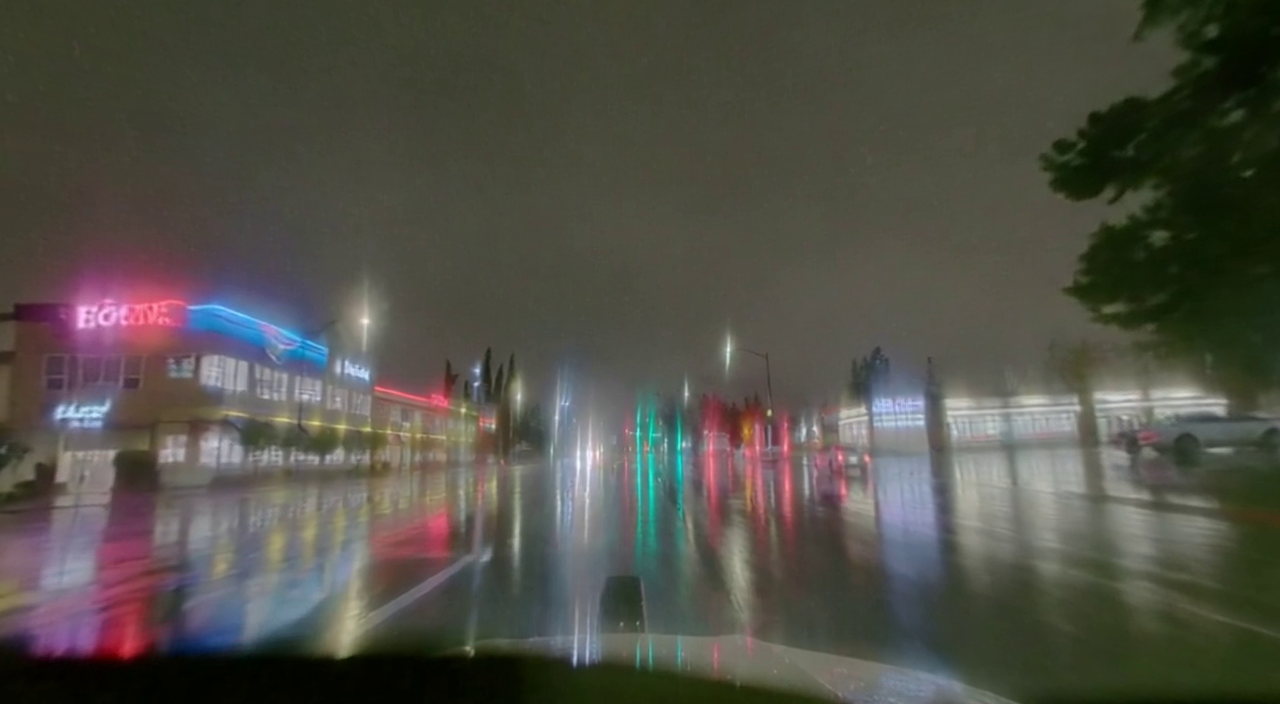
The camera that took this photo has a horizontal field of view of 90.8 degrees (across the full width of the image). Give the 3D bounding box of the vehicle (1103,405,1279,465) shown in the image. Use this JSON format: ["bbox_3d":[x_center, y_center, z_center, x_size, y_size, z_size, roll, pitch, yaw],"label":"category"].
[{"bbox_3d":[23.283,3.500,26.582,2.529,2.138,6.511,-1,-8,-1],"label":"vehicle"}]

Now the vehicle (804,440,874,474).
[{"bbox_3d":[10.265,5.449,32.953,2.085,1.630,4.403,0,-9,-1],"label":"vehicle"}]

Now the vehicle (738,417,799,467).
[{"bbox_3d":[9.920,7.138,49.763,2.897,3.584,7.857,0,-9,-2],"label":"vehicle"}]
